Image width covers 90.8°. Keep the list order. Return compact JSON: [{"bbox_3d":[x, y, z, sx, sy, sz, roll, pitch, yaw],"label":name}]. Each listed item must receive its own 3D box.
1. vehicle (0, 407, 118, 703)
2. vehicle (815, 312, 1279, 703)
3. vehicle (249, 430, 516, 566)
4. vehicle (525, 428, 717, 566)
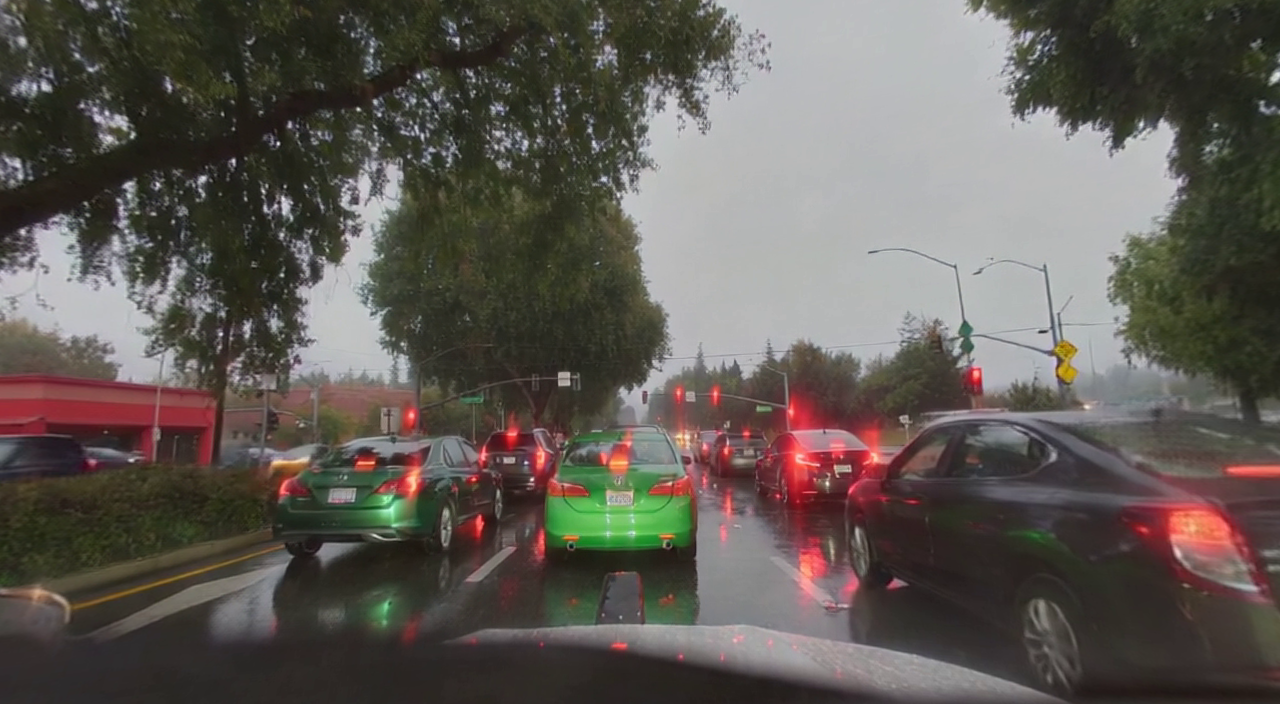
[{"bbox_3d":[-3.364,0.670,0.544,1.863,1.448,4.697,0,-8,-1],"label":"vehicle"},{"bbox_3d":[3.000,1.057,4.246,2.196,1.676,4.865,0,-8,-1],"label":"vehicle"},{"bbox_3d":[-3.204,1.888,8.951,1.917,1.441,4.128,-1,-8,2],"label":"vehicle"},{"bbox_3d":[-0.206,1.836,8.720,2.041,1.450,3.847,0,-8,0],"label":"vehicle"}]
